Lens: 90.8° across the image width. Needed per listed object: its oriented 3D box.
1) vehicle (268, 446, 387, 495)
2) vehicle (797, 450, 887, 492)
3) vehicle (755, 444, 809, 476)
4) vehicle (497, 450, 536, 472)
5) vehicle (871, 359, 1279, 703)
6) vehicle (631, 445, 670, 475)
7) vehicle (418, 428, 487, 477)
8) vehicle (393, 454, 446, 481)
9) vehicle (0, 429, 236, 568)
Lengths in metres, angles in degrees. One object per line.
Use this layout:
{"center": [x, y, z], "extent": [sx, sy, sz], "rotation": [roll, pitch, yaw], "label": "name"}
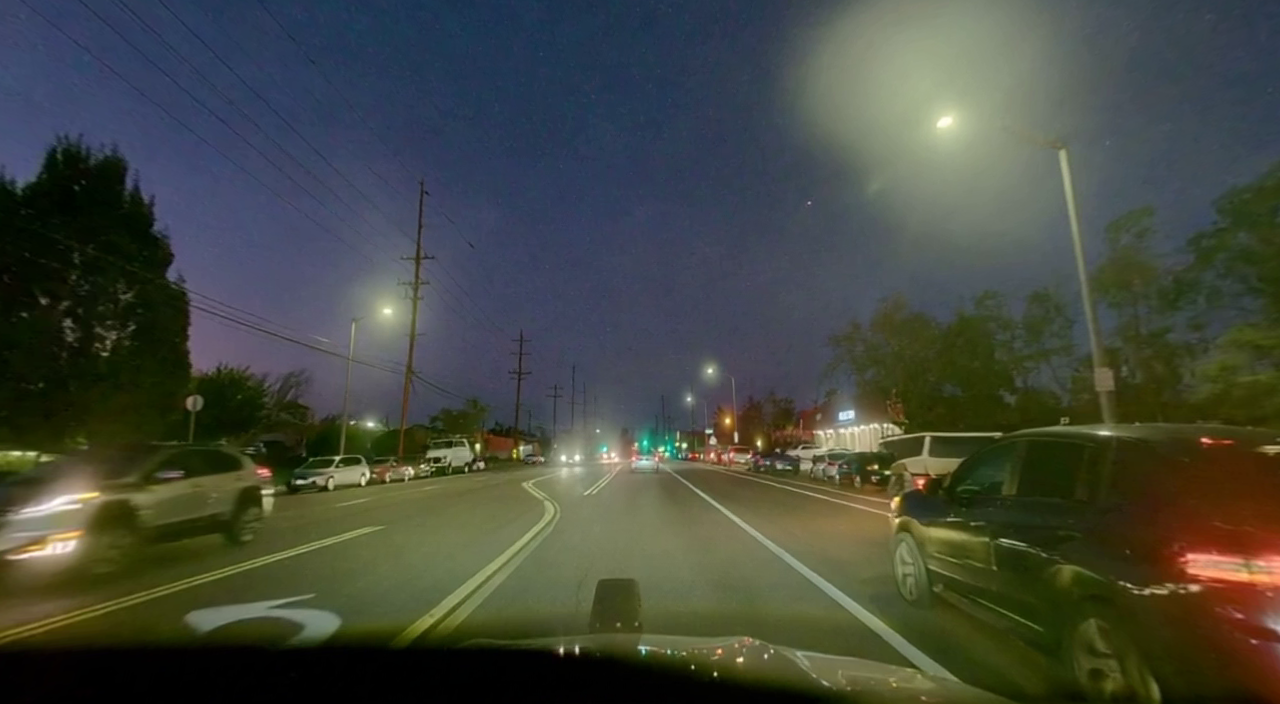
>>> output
{"center": [-14.092, 5.340, 29.050], "extent": [2.367, 1.849, 5.874], "rotation": [-2, -8, 2], "label": "vehicle"}
{"center": [7.673, 4.532, 24.501], "extent": [1.874, 1.437, 4.593], "rotation": [0, -8, -1], "label": "vehicle"}
{"center": [8.060, 6.147, 36.297], "extent": [2.003, 1.723, 4.654], "rotation": [0, -8, 0], "label": "vehicle"}
{"center": [-9.532, 8.461, 49.261], "extent": [2.060, 1.507, 4.532], "rotation": [-1, -8, 1], "label": "vehicle"}
{"center": [3.230, 1.082, 3.741], "extent": [2.070, 1.633, 4.461], "rotation": [0, -8, 1], "label": "vehicle"}
{"center": [0.558, 6.056, 35.651], "extent": [2.067, 1.547, 4.513], "rotation": [0, -8, 0], "label": "vehicle"}
{"center": [-14.048, 7.575, 47.986], "extent": [2.865, 3.346, 7.163], "rotation": [-1, -8, 1], "label": "vehicle"}
{"center": [-14.023, 7.357, 40.517], "extent": [1.806, 1.463, 4.714], "rotation": [-2, -8, -1], "label": "vehicle"}
{"center": [-9.460, 2.200, 10.155], "extent": [2.217, 1.803, 5.532], "rotation": [0, -8, 1], "label": "vehicle"}
